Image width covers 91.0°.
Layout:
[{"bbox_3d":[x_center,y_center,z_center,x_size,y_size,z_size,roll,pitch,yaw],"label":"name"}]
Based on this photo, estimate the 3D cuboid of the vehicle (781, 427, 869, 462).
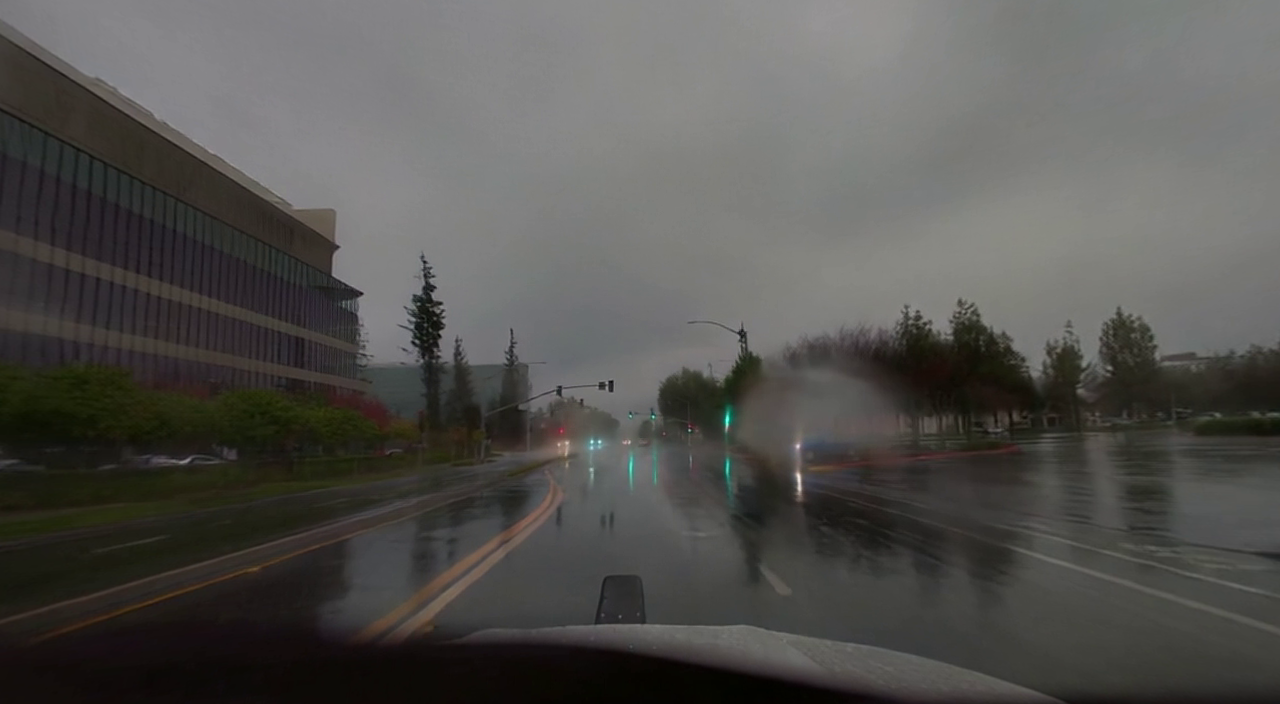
[{"bbox_3d":[10.376,5.174,35.167,4.635,1.821,2.087,5,-10,-31],"label":"vehicle"}]
